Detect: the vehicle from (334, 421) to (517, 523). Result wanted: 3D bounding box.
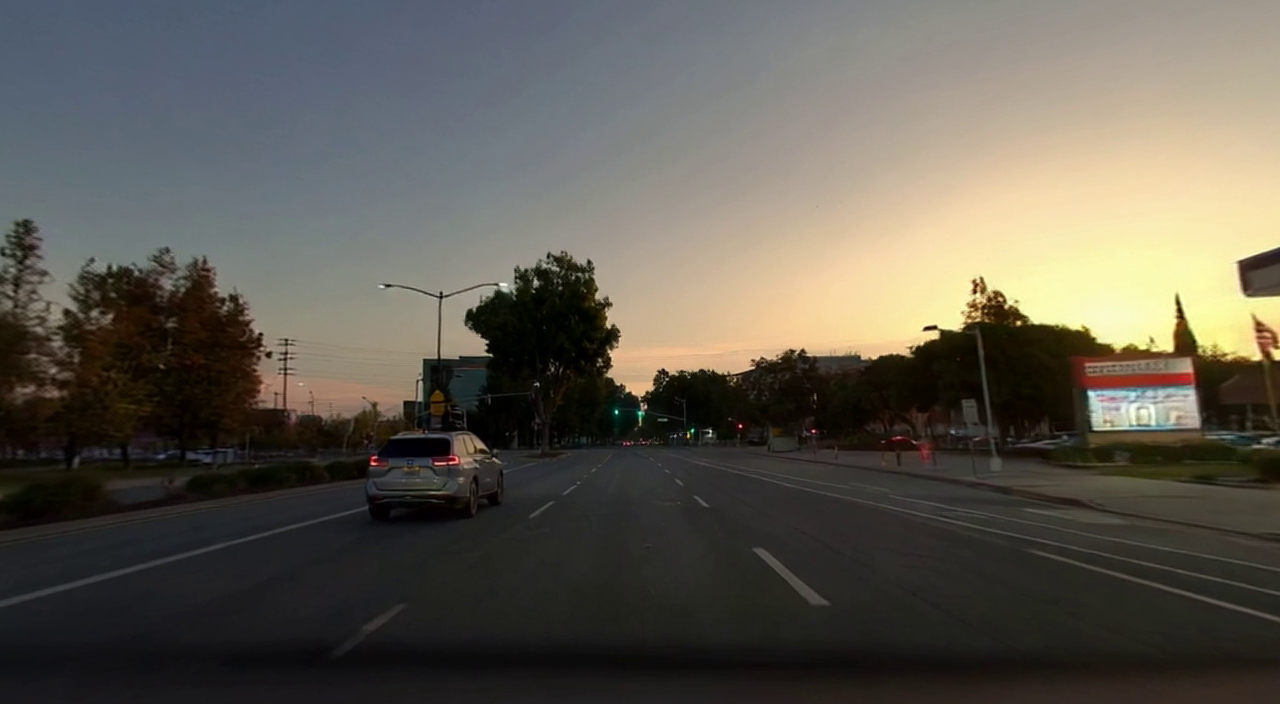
[{"bbox_3d":[-3.986,2.323,12.716,2.039,1.656,4.710,0,-8,0],"label":"vehicle"}]

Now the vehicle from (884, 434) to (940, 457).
[{"bbox_3d":[18.255,6.291,42.430,1.831,1.442,5.072,-1,-9,4],"label":"vehicle"}]
